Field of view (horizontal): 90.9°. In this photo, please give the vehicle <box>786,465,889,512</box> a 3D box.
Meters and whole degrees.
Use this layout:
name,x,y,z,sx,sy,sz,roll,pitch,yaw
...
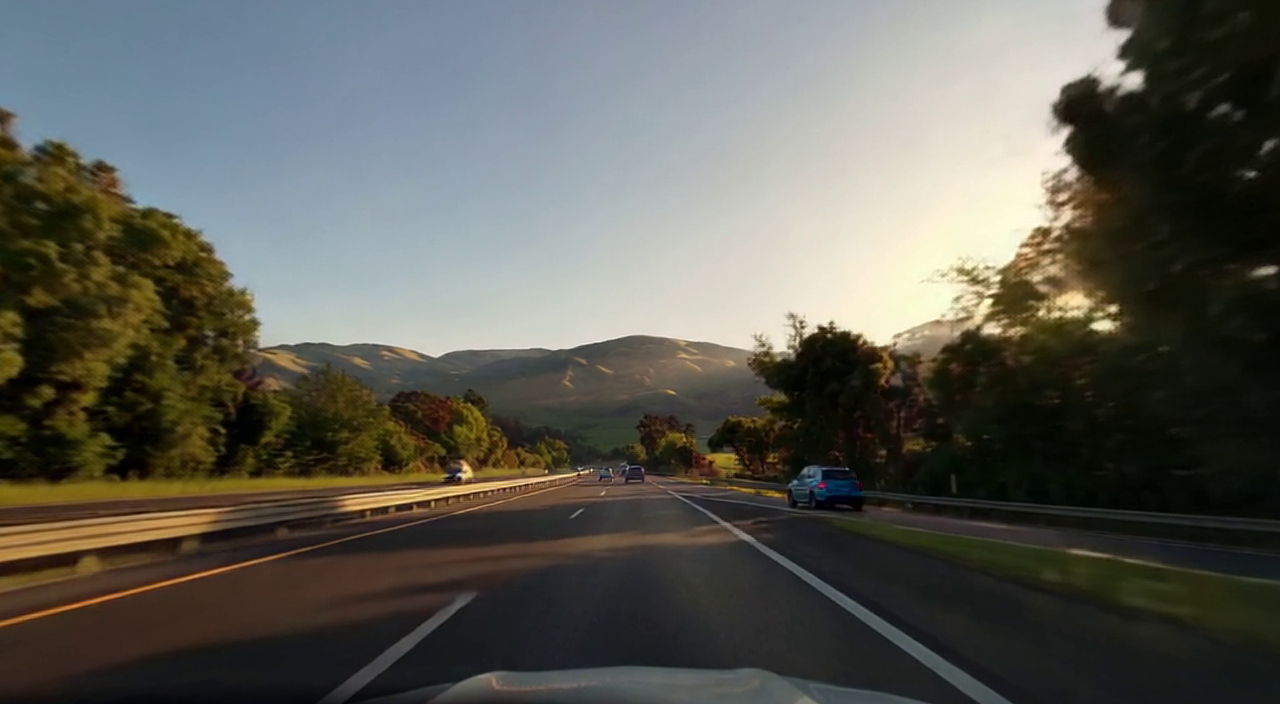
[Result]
name,x,y,z,sx,sy,sz,roll,pitch,yaw
vehicle,8.131,5.681,26.497,2.089,1.770,4.571,3,-11,-11
